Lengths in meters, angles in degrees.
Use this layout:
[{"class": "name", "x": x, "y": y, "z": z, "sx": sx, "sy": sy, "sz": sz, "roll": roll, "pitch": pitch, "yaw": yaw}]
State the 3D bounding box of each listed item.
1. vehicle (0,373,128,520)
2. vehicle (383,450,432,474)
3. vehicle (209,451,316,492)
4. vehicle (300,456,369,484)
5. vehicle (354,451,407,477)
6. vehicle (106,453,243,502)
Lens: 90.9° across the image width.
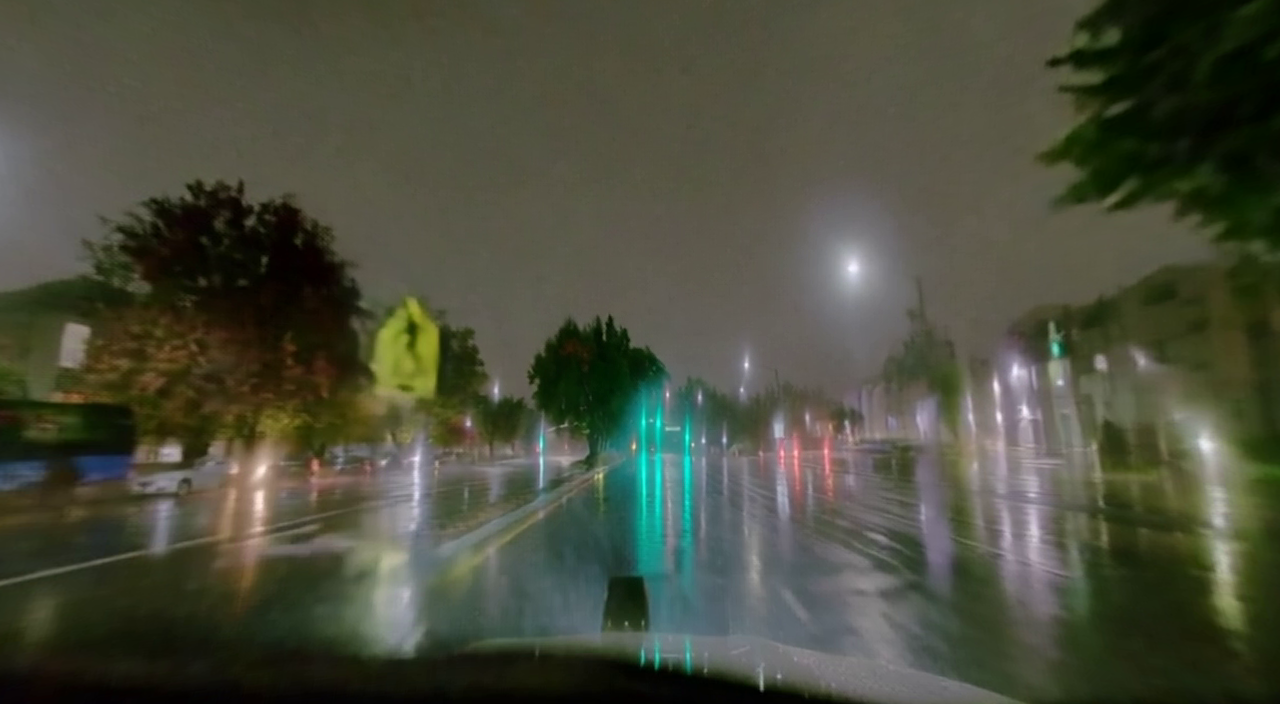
[{"class": "vehicle", "x": -17.878, "y": 2.488, "z": 15.737, "sx": 3.028, "sy": 3.724, "sz": 9.001, "roll": -5, "pitch": -8, "yaw": -2}, {"class": "vehicle", "x": -18.023, "y": 8.513, "z": 49.128, "sx": 2.115, "sy": 1.716, "sz": 4.900, "roll": -1, "pitch": -9, "yaw": -2}, {"class": "vehicle", "x": -17.931, "y": 5.660, "z": 30.295, "sx": 2.200, "sy": 1.730, "sz": 4.886, "roll": -1, "pitch": -9, "yaw": -1}, {"class": "vehicle", "x": -17.886, "y": 6.904, "z": 37.148, "sx": 1.839, "sy": 1.456, "sz": 4.507, "roll": -1, "pitch": -9, "yaw": 0}, {"class": "vehicle", "x": -17.842, "y": 7.703, "z": 43.519, "sx": 1.952, "sy": 1.649, "sz": 4.414, "roll": 0, "pitch": -9, "yaw": -3}, {"class": "vehicle", "x": -18.093, "y": 4.857, "z": 24.846, "sx": 1.892, "sy": 1.681, "sz": 4.596, "roll": -1, "pitch": -9, "yaw": 0}]
